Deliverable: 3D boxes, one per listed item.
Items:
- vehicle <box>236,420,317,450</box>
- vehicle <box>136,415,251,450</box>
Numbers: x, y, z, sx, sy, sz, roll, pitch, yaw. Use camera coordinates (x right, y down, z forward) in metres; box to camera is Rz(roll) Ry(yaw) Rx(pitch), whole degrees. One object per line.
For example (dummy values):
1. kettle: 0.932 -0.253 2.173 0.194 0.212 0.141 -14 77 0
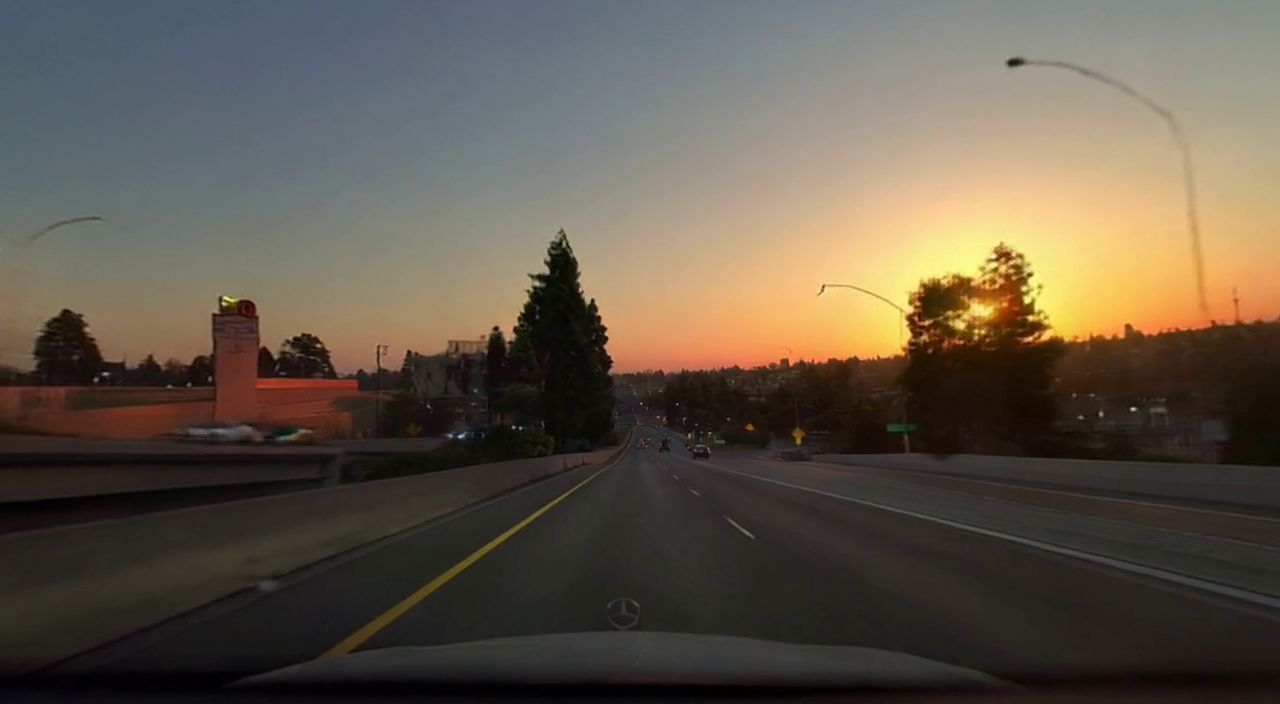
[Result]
1. vehicle: -21.563 5.001 37.753 1.928 1.628 4.890 0 -9 0
2. vehicle: -25.379 4.708 36.227 2.251 1.820 5.899 0 -9 0
